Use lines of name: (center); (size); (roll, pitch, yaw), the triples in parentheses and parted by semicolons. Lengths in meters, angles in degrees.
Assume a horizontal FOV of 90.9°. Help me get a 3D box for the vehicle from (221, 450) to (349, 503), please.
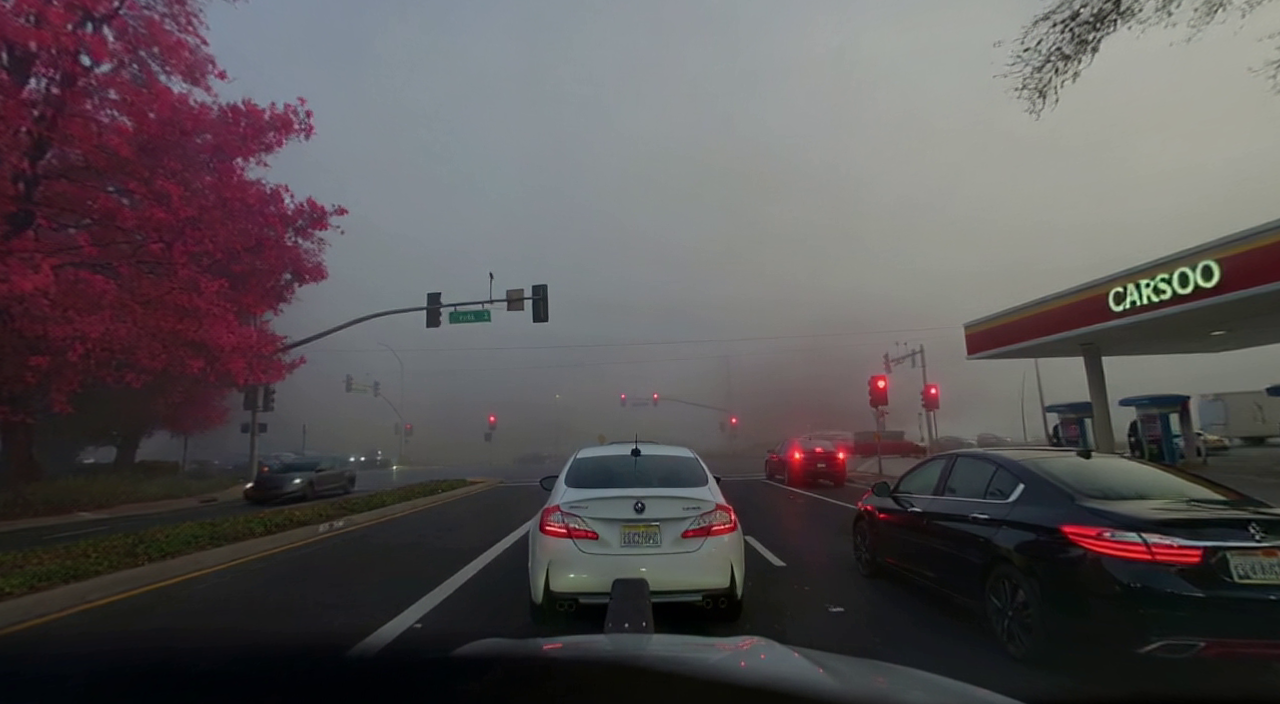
vehicle: (-11.310, 3.951, 20.515); (1.944, 1.465, 4.609); (1, -8, -7)

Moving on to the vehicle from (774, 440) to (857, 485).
vehicle: (6.554, 4.155, 24.071); (1.942, 1.511, 4.390); (0, -8, 0)

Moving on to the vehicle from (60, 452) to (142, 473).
vehicle: (-39.578, 8.106, 46.313); (4.511, 1.407, 1.764); (-1, -8, 5)

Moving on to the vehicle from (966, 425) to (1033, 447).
vehicle: (27.394, 6.445, 48.064); (3.968, 1.572, 1.740); (0, -9, 4)

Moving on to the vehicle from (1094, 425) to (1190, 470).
vehicle: (18.587, 3.508, 23.272); (4.300, 1.495, 2.053); (8, -11, -43)

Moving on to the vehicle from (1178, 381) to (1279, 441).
vehicle: (43.343, 4.063, 42.856); (10.890, 3.868, 3.021); (0, -8, -4)

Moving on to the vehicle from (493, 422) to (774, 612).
vehicle: (-0.064, 1.606, 7.081); (2.213, 1.482, 4.057); (0, -8, 0)

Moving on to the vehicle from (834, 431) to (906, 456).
vehicle: (16.370, 6.519, 44.928); (4.622, 1.675, 2.022); (-3, -9, 21)
